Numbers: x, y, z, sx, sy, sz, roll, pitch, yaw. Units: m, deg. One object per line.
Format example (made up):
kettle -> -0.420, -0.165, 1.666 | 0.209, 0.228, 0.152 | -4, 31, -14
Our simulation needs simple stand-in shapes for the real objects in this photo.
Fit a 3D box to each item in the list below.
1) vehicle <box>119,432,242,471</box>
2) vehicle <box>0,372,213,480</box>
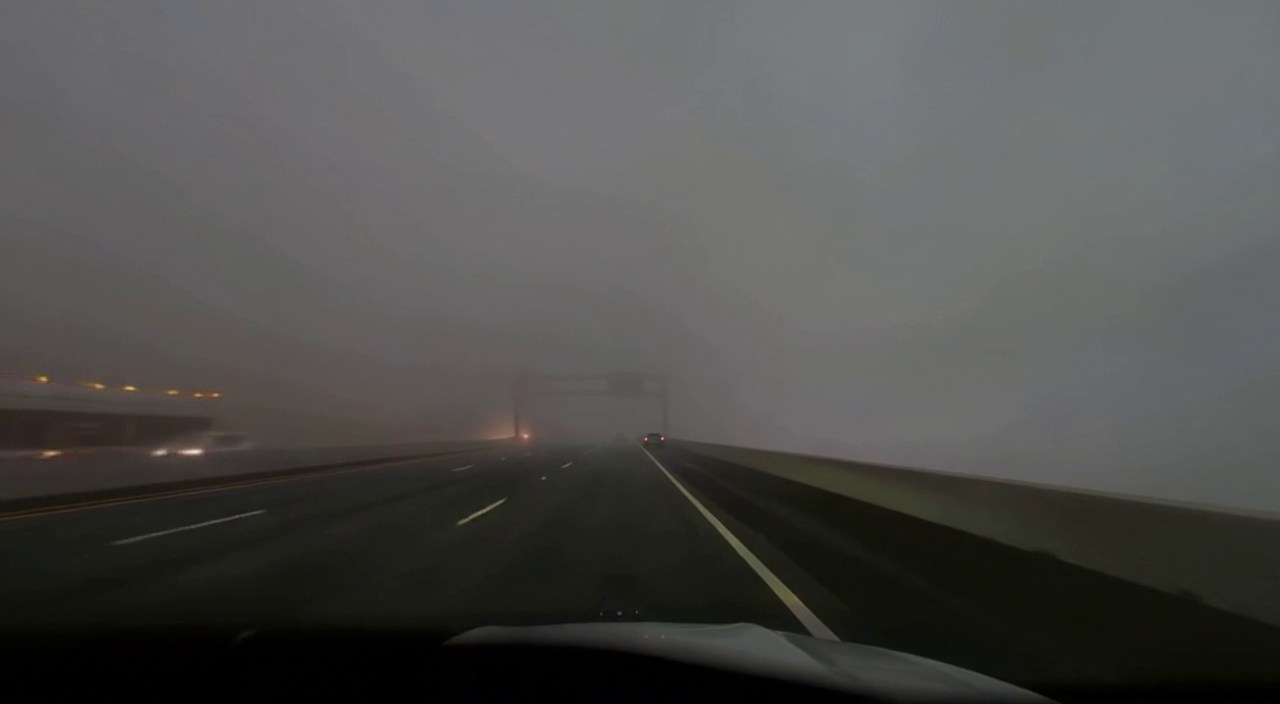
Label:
vehicle -> -19.610, 4.230, 27.111 | 2.006, 1.532, 4.335 | 0, -8, 0
vehicle -> -24.178, 3.288, 27.163 | 2.823, 3.783, 12.551 | 0, -8, -1
